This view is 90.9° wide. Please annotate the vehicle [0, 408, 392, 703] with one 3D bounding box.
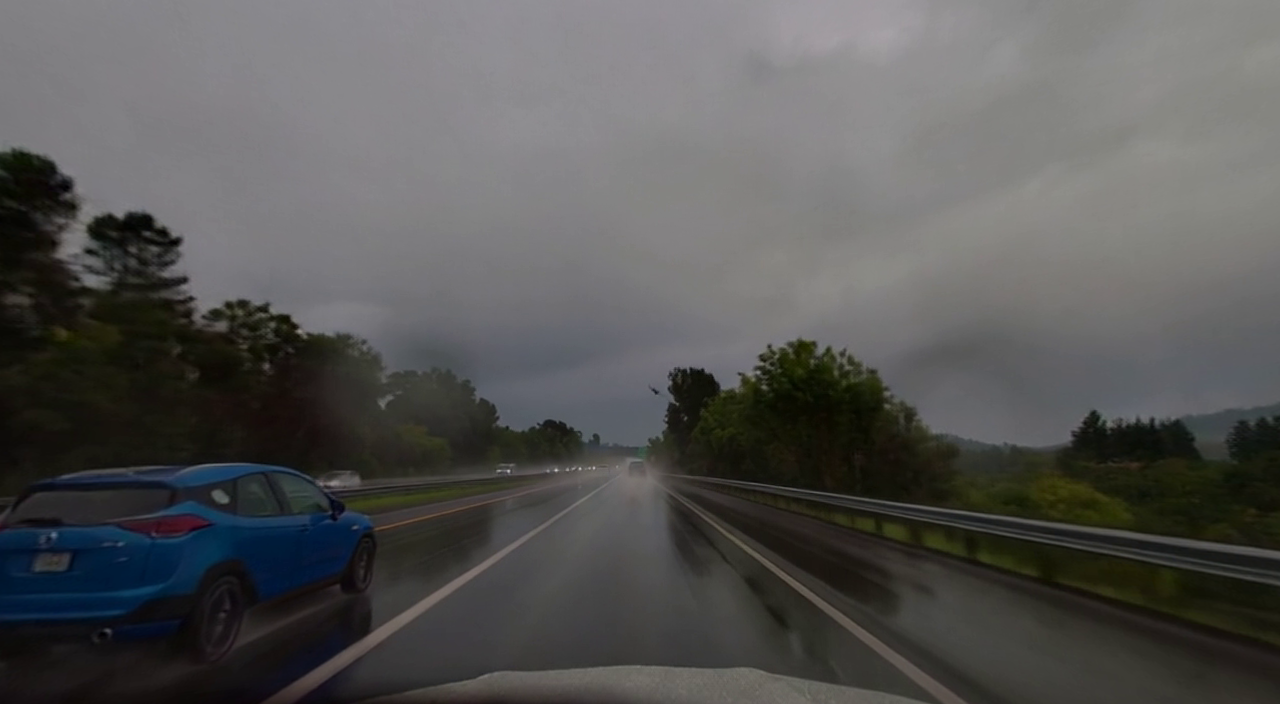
[{"bbox_3d":[-3.735,1.366,4.806,2.017,1.516,4.041,1,-11,0],"label":"vehicle"}]
